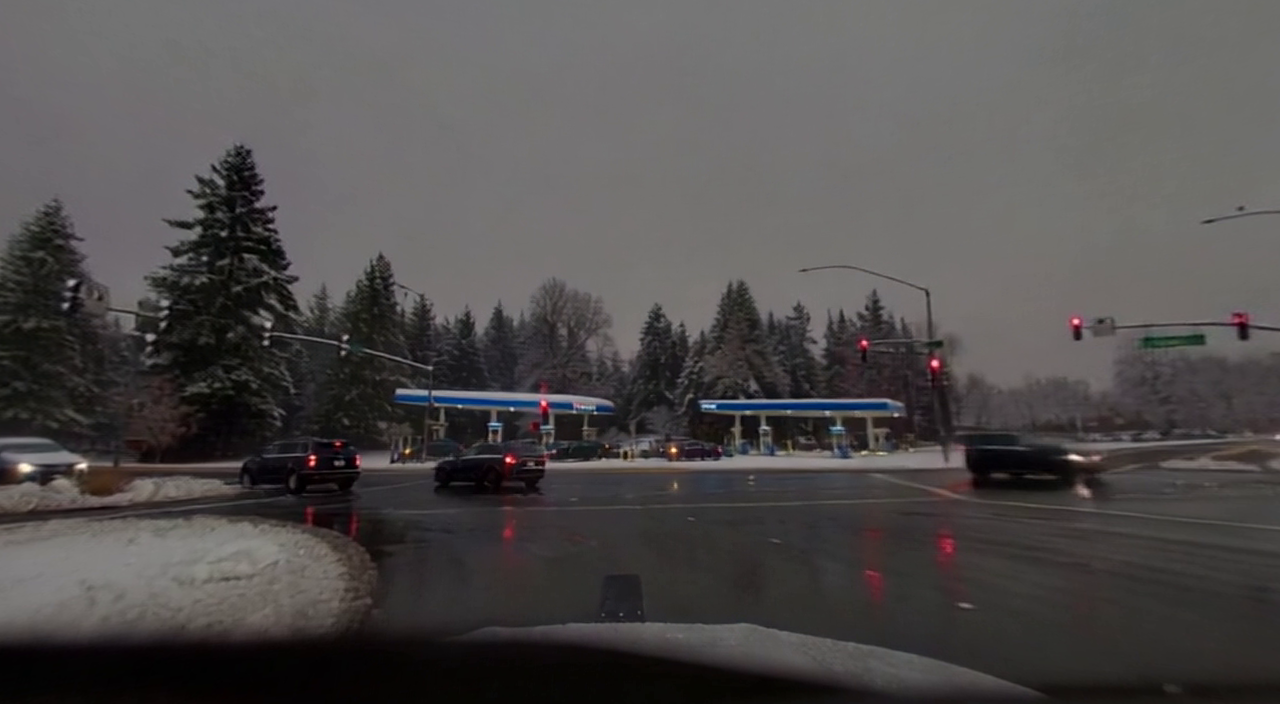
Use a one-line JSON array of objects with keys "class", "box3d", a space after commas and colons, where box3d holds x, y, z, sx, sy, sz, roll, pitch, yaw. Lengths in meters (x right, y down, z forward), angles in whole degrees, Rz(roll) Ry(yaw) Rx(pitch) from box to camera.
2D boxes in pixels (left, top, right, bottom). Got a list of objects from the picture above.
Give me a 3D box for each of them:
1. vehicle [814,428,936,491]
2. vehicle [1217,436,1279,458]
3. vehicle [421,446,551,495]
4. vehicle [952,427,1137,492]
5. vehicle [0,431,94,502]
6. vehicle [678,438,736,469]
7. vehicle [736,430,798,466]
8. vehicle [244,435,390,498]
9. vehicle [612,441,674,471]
[{"class": "vehicle", "box3d": [6.781, 3.152, 18.856, 2.126, 1.626, 4.585, -1, -9, 3]}, {"class": "vehicle", "box3d": [43.692, 6.717, 44.539, 3.825, 1.438, 1.968, -5, -10, 22]}, {"class": "vehicle", "box3d": [-5.311, 3.947, 21.494, 4.581, 1.460, 1.965, -8, -11, 41]}, {"class": "vehicle", "box3d": [11.212, 3.016, 18.031, 1.976, 1.573, 4.543, 1, -9, -5]}, {"class": "vehicle", "box3d": [-19.255, 3.445, 19.032, 4.658, 1.911, 2.162, -5, -10, 22]}, {"class": "vehicle", "box3d": [3.955, 5.864, 36.605, 2.210, 1.542, 4.501, -6, -10, 20]}, {"class": "vehicle", "box3d": [7.385, 5.517, 36.264, 2.517, 1.875, 5.774, -3, -9, 20]}, {"class": "vehicle", "box3d": [-10.368, 3.581, 20.178, 4.616, 1.733, 2.351, -7, -11, 38]}, {"class": "vehicle", "box3d": [0.239, 6.143, 37.406, 2.210, 1.565, 4.588, -6, -10, 19]}]
